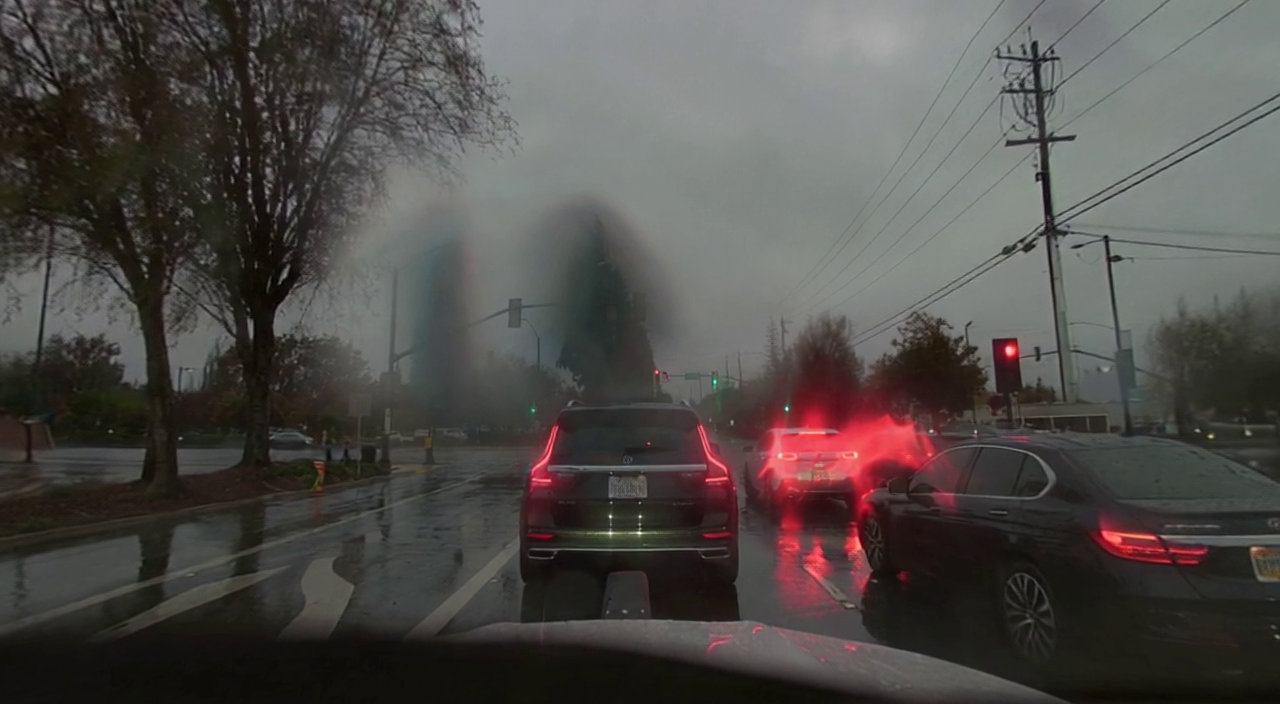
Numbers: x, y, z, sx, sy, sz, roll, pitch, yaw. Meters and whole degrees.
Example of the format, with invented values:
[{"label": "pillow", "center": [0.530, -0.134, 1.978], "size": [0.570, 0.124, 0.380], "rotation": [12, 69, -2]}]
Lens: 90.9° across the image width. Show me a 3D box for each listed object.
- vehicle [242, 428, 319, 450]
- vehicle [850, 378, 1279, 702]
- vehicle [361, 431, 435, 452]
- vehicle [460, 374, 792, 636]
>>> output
[{"label": "vehicle", "center": [-26.846, 6.530, 47.203], "size": [4.587, 1.639, 1.878], "rotation": [0, -8, 0]}, {"label": "vehicle", "center": [3.555, 1.294, 5.558], "size": [1.948, 1.677, 4.437], "rotation": [0, -8, 1]}, {"label": "vehicle", "center": [-17.758, 6.560, 46.365], "size": [4.607, 1.478, 1.995], "rotation": [0, -8, 0]}, {"label": "vehicle", "center": [-0.143, 1.365, 6.632], "size": [2.271, 1.786, 4.443], "rotation": [0, -8, -1]}]
